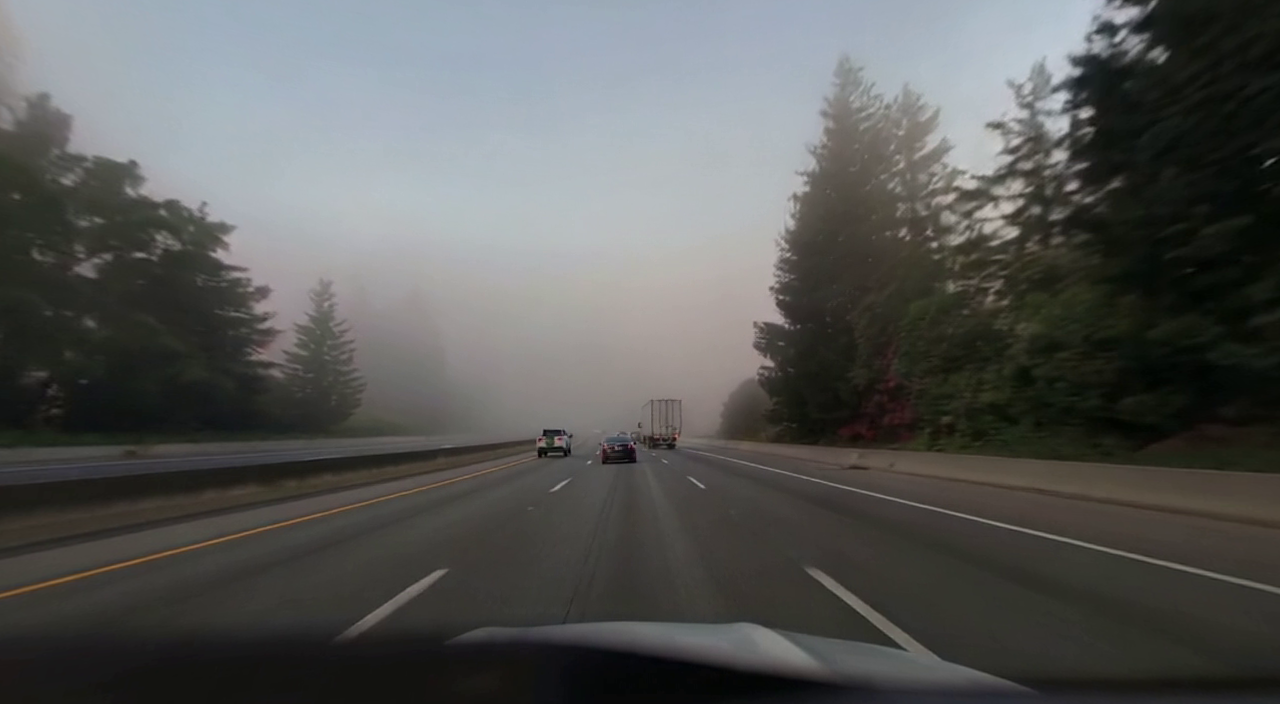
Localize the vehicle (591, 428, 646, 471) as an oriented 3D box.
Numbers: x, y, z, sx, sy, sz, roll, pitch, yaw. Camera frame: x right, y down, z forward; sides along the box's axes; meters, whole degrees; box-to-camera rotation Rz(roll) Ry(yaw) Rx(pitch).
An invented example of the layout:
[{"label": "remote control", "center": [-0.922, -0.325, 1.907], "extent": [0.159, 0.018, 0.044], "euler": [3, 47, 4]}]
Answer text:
[{"label": "vehicle", "center": [-0.843, 3.931, 25.538], "extent": [2.048, 1.563, 4.087], "euler": [0, -8, -1]}]

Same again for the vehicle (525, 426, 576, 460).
[{"label": "vehicle", "center": [-4.980, 5.173, 35.693], "extent": [2.234, 1.773, 5.134], "euler": [0, -8, -1]}]
